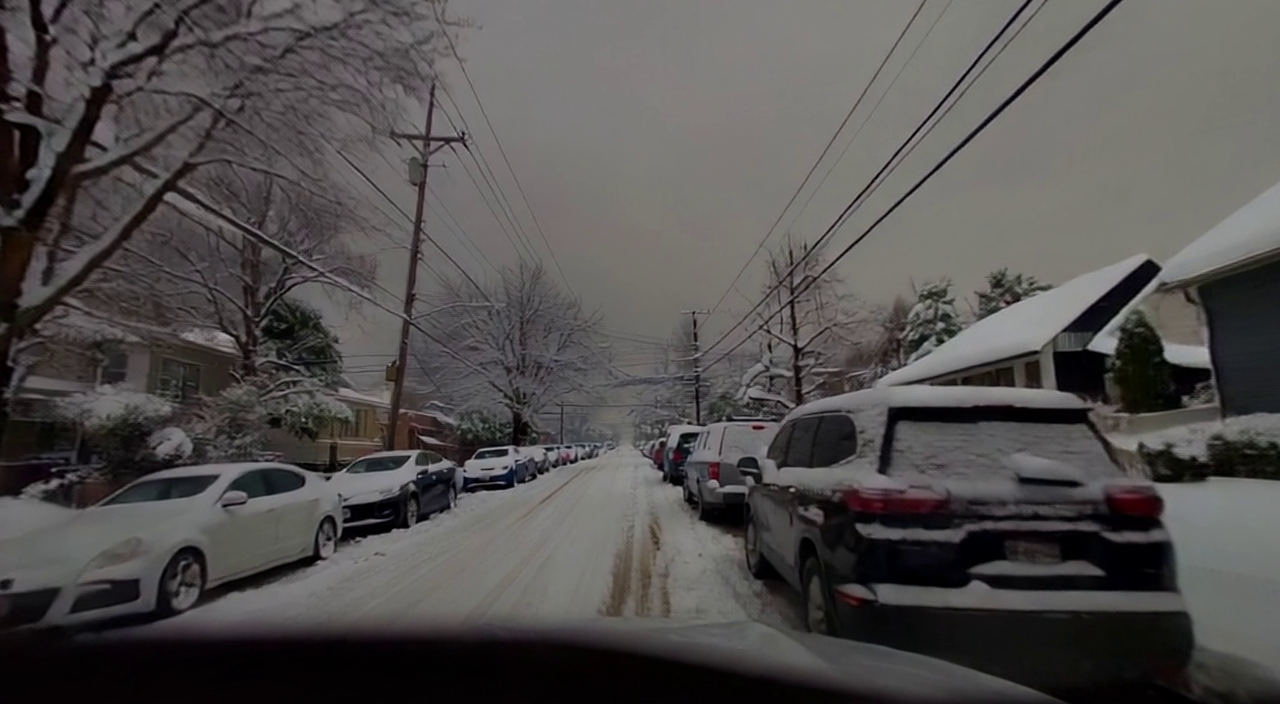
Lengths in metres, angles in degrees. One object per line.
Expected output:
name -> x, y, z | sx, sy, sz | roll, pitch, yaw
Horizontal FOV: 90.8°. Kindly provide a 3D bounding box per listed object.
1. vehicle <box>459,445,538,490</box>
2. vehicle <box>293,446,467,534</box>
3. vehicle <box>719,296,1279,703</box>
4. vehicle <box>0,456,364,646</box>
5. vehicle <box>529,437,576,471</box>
vehicle -> -5.276, 4.346, 24.246 | 1.988, 1.541, 4.686 | 0, -8, 0
vehicle -> -5.255, 2.800, 13.502 | 1.796, 1.532, 4.244 | 0, -8, 2
vehicle -> 1.940, 1.041, 4.471 | 2.032, 1.839, 4.597 | 0, -8, -2
vehicle -> -5.191, 1.969, 7.305 | 1.932, 1.431, 4.198 | -1, -8, 3
vehicle -> -5.373, 6.358, 39.669 | 2.280, 1.953, 5.092 | 0, -8, -1
